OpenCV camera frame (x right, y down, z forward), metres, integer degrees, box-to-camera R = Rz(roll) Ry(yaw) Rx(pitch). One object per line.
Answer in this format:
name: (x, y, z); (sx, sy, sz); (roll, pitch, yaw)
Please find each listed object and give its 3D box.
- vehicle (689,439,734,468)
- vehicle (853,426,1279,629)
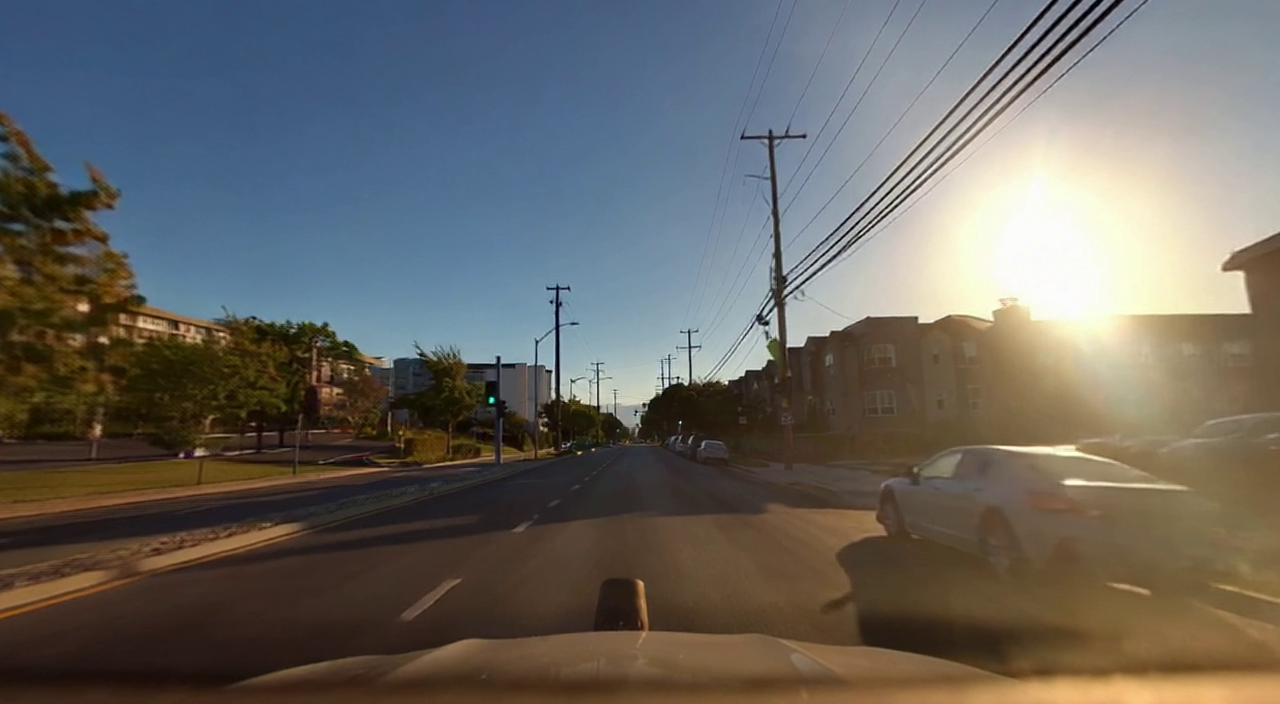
vehicle: (3.831, 5.553, 34.764); (1.785, 1.441, 4.458); (0, -8, -2)
vehicle: (4.091, 1.585, 6.842); (1.994, 1.422, 4.595); (0, -8, 0)
